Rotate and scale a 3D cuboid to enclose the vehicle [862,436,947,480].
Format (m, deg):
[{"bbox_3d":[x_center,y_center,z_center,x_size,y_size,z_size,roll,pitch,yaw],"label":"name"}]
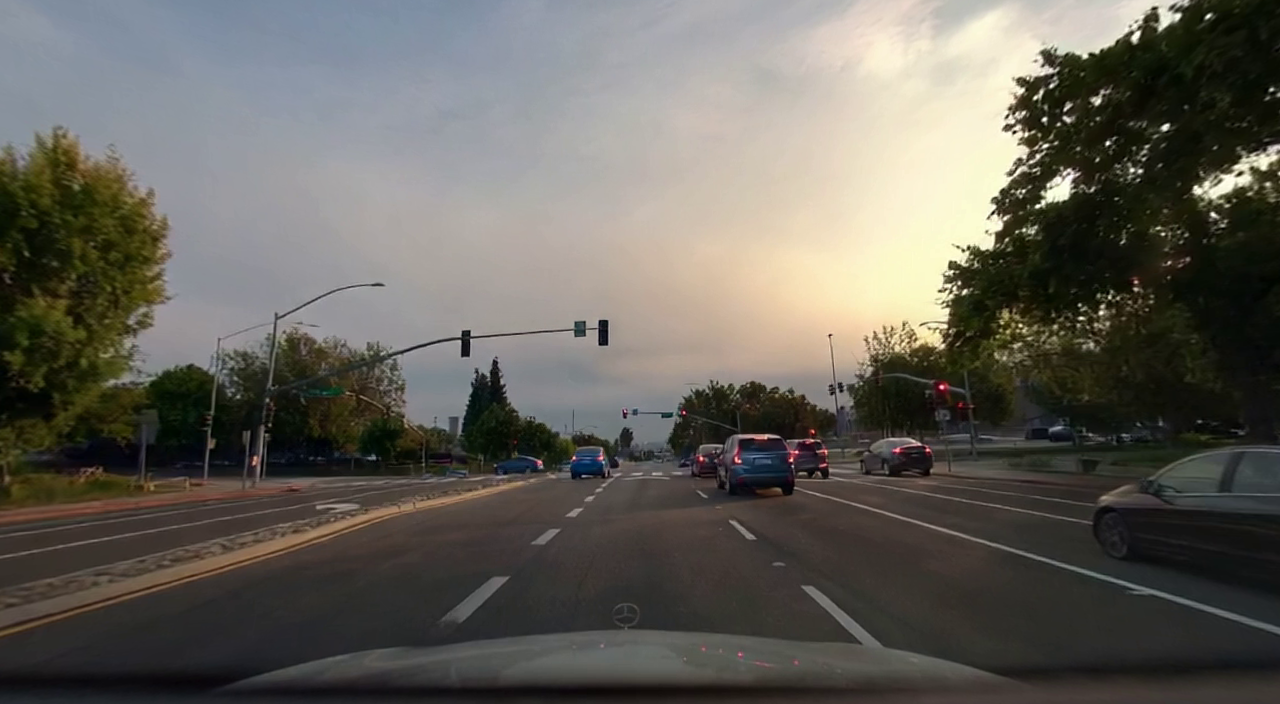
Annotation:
[{"bbox_3d":[11.613,4.670,28.086,1.971,1.746,4.271,0,-9,1],"label":"vehicle"}]

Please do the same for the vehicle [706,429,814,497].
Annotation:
[{"bbox_3d":[3.322,3.211,18.655,2.247,1.738,4.818,0,-8,0],"label":"vehicle"}]

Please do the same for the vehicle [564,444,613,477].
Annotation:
[{"bbox_3d":[-2.463,5.340,31.289,1.969,1.513,3.773,-1,-9,3],"label":"vehicle"}]

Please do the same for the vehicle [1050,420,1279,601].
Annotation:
[{"bbox_3d":[6.325,1.404,5.809,1.946,1.495,4.758,0,-8,1],"label":"vehicle"}]
